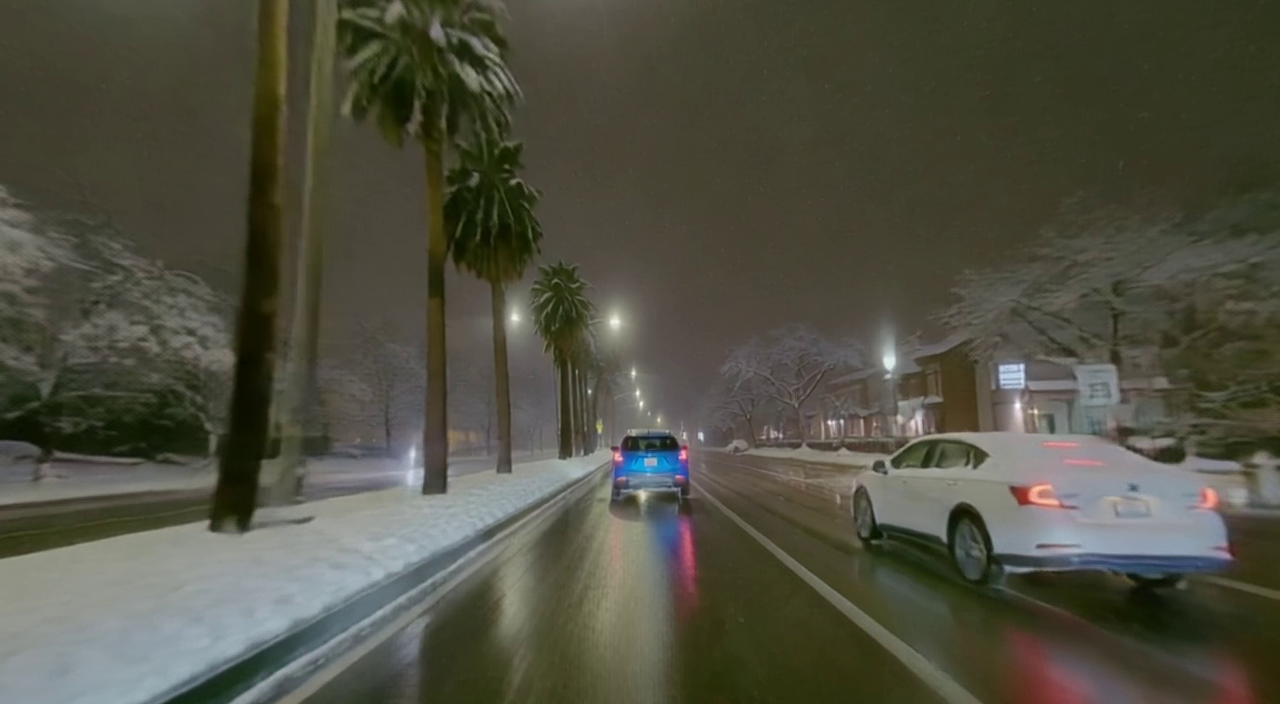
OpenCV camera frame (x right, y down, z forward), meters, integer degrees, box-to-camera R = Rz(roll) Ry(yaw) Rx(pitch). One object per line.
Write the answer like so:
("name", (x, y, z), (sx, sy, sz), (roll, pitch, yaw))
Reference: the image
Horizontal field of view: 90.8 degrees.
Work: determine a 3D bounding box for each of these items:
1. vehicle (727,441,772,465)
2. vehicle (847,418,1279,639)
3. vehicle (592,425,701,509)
("vehicle", (6.841, 6.349, 39.919), (1.930, 1.457, 4.267), (0, -8, -2))
("vehicle", (3.935, 1.528, 6.615), (1.941, 1.472, 4.570), (0, -8, -1))
("vehicle", (0.104, 2.680, 15.176), (2.239, 1.693, 4.301), (0, -8, -1))
